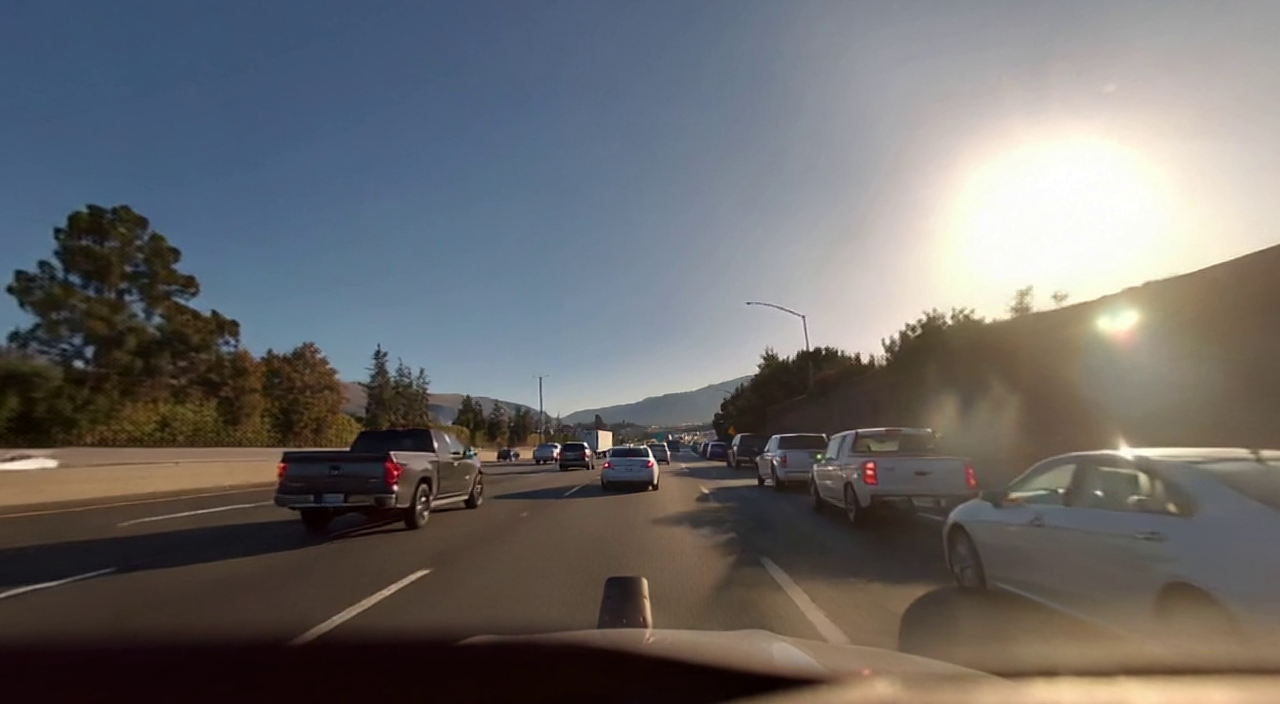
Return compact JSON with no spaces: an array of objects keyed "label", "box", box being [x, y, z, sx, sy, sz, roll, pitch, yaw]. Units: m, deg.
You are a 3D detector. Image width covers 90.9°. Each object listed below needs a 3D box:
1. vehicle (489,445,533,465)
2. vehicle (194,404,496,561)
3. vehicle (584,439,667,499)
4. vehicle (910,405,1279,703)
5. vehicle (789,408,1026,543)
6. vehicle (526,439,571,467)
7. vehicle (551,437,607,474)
[{"label":"vehicle","box":[-9.709,7.744,47.698,1.903,1.460,4.958,-1,-8,5]},{"label":"vehicle","box":[-4.081,1.930,10.191,2.110,1.811,5.585,0,-8,1]},{"label":"vehicle","box":[-0.333,3.219,17.789,2.070,1.456,4.029,0,-8,1]},{"label":"vehicle","box":[3.804,1.204,4.342,1.940,1.475,4.328,0,-8,0]},{"label":"vehicle","box":[4.086,1.974,10.712,2.003,1.778,4.658,0,-8,1]},{"label":"vehicle","box":[-5.993,6.675,41.805,2.023,1.693,4.386,-1,-8,3]},{"label":"vehicle","box":[-2.985,5.195,31.911,2.153,1.726,4.546,-1,-8,3]}]
